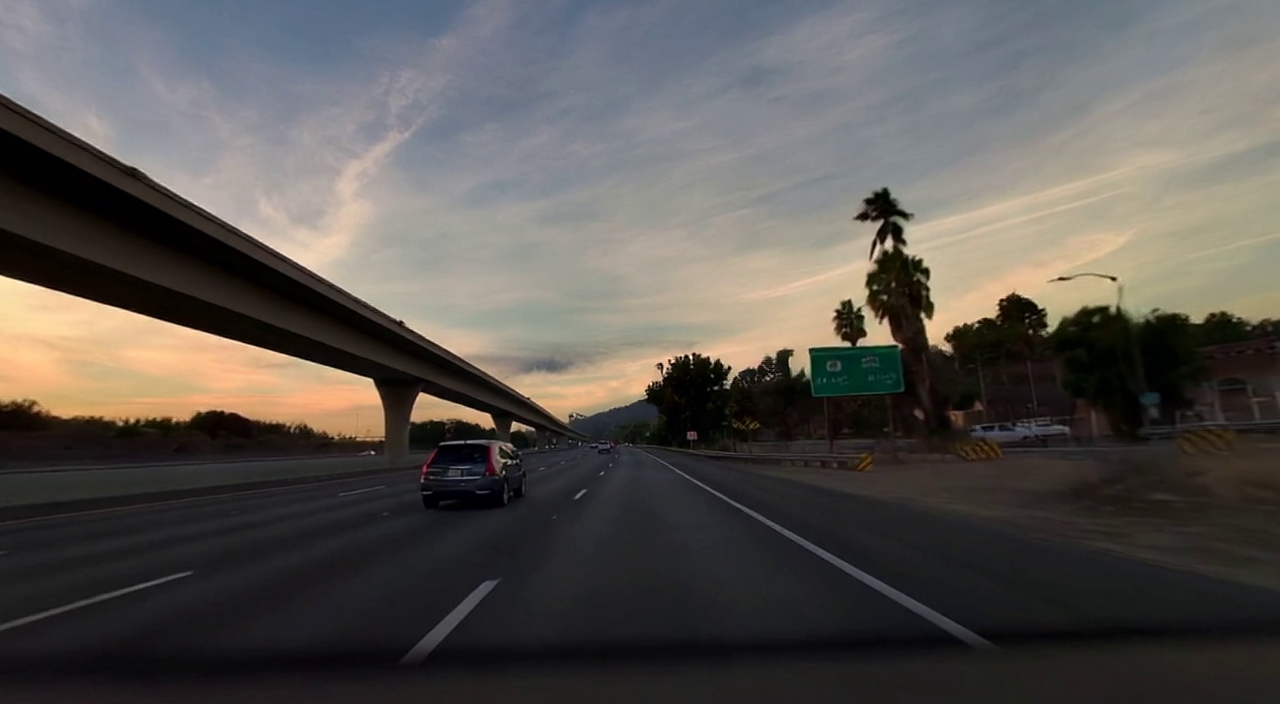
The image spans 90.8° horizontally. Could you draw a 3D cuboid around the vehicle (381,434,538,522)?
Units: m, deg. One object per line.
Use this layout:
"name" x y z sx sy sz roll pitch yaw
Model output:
"vehicle" -3.511 2.543 13.369 1.978 1.499 4.695 0 -8 -1
